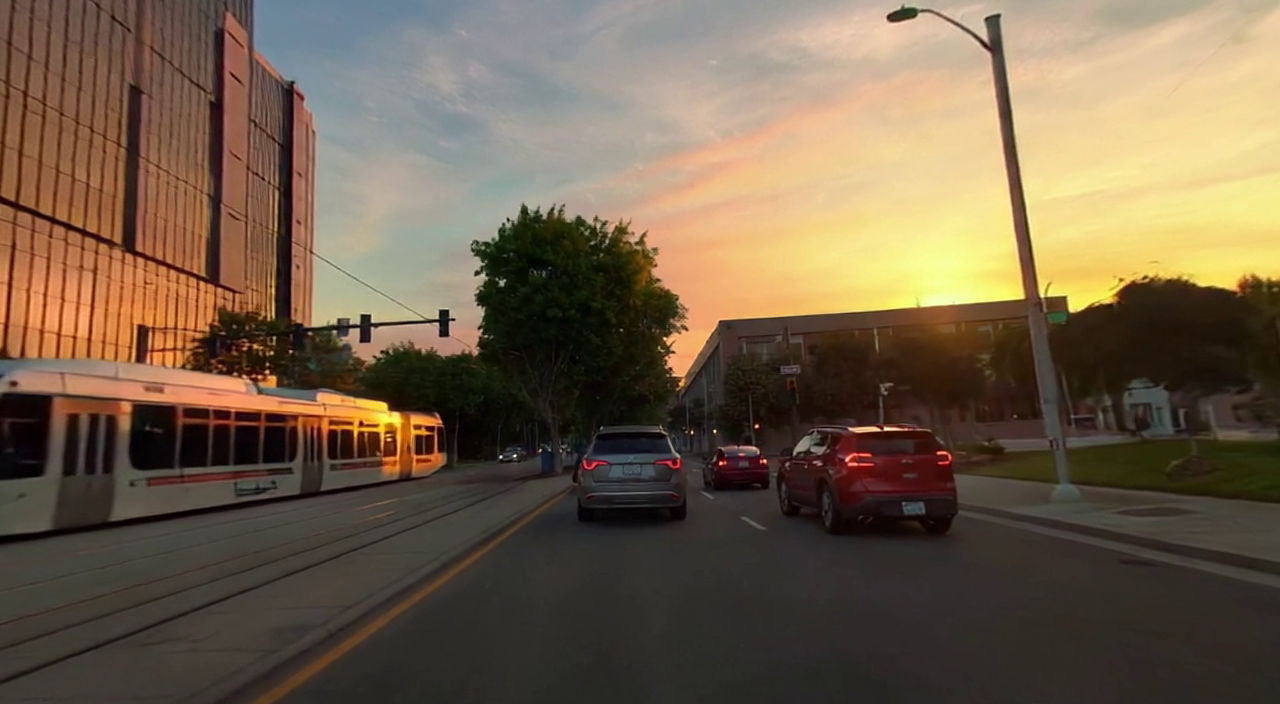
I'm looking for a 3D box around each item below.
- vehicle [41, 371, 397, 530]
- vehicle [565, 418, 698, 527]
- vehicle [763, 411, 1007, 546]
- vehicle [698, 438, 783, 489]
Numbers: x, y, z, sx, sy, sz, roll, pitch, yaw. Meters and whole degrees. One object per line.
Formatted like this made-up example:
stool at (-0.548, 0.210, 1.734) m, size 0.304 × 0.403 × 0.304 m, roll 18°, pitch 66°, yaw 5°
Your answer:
vehicle at (-10.971, 2.852, 18.730) m, size 3.053 × 3.359 × 10.539 m, roll 0°, pitch -8°, yaw 2°
vehicle at (-0.192, 2.301, 12.587) m, size 2.178 × 1.779 × 4.255 m, roll 0°, pitch -8°, yaw -1°
vehicle at (3.597, 1.960, 10.454) m, size 2.029 × 1.717 × 4.624 m, roll 0°, pitch -8°, yaw -2°
vehicle at (3.181, 3.625, 20.926) m, size 1.993 × 1.480 × 4.324 m, roll 0°, pitch -8°, yaw -2°
